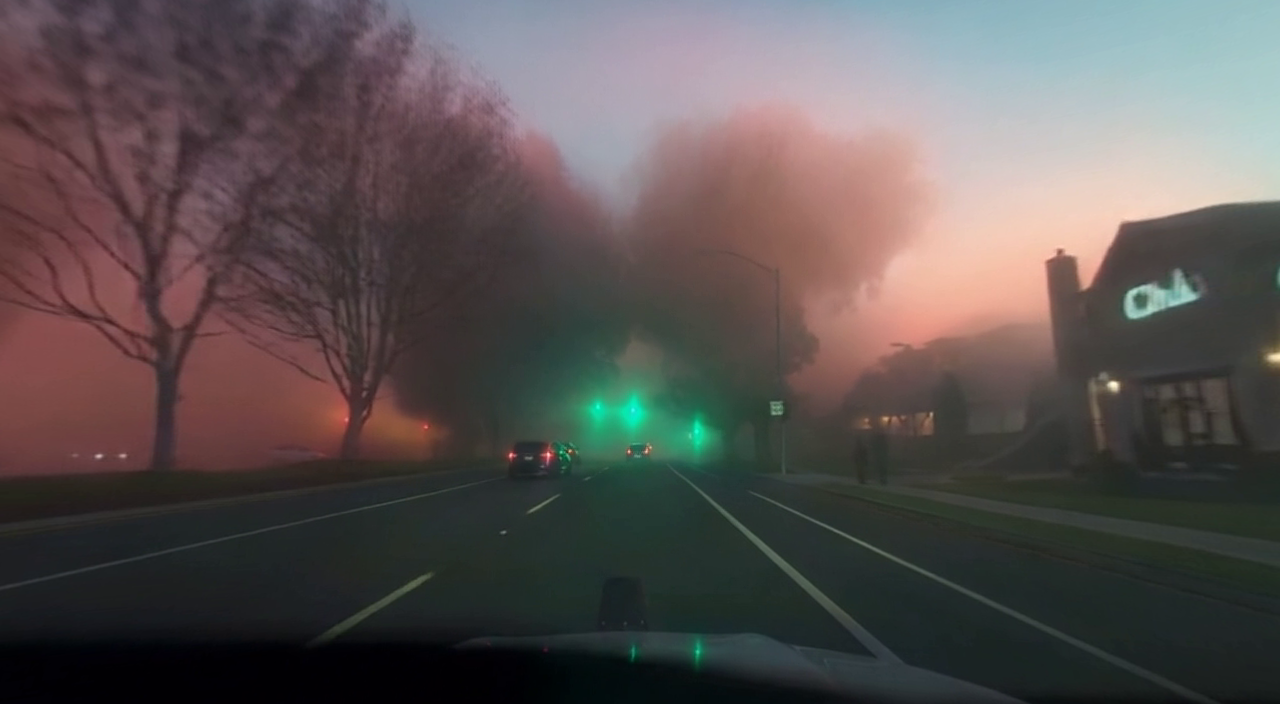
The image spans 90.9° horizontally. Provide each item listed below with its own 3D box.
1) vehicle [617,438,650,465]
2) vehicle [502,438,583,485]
[{"bbox_3d":[-0.420,6.837,43.442,2.153,1.764,4.047,0,-8,0],"label":"vehicle"},{"bbox_3d":[-3.278,3.772,22.146,2.015,1.470,4.458,0,-8,1],"label":"vehicle"}]
